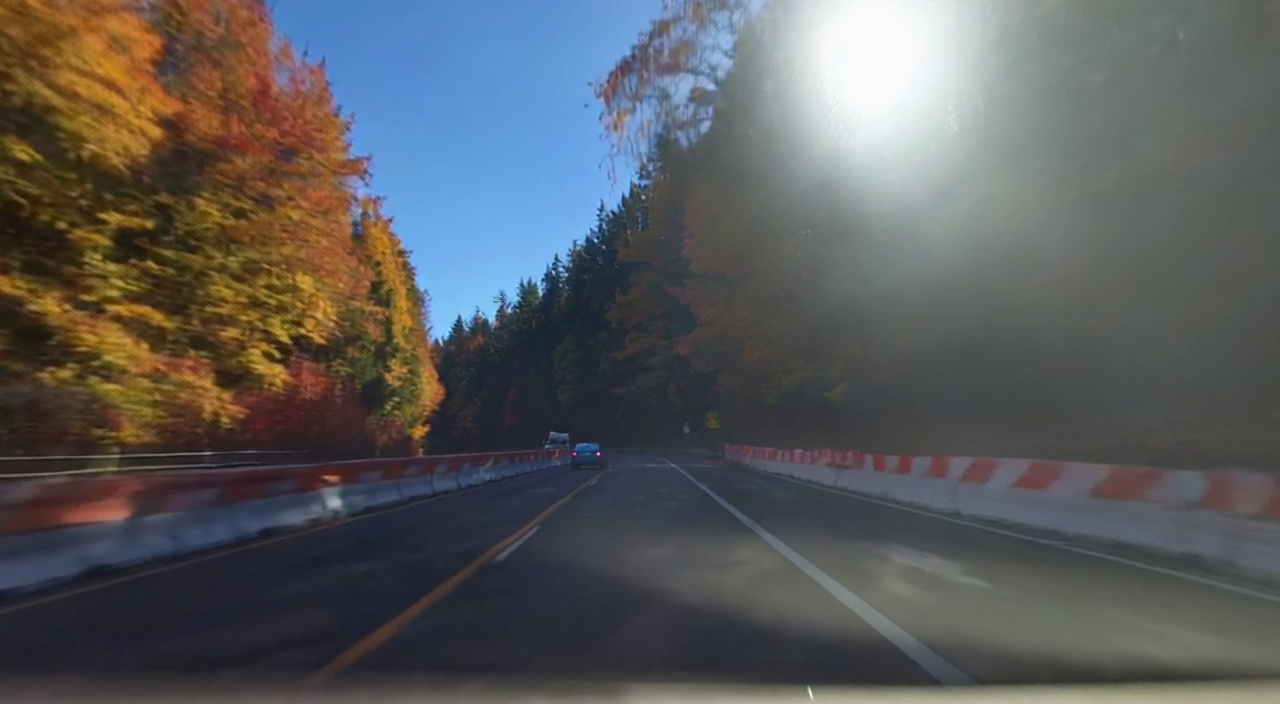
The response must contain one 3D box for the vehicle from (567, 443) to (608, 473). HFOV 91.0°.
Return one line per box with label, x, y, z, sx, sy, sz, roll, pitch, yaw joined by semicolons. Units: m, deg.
vehicle;-2.808;5.770;34.470;1.902;1.505;4.016;0;-9;0
